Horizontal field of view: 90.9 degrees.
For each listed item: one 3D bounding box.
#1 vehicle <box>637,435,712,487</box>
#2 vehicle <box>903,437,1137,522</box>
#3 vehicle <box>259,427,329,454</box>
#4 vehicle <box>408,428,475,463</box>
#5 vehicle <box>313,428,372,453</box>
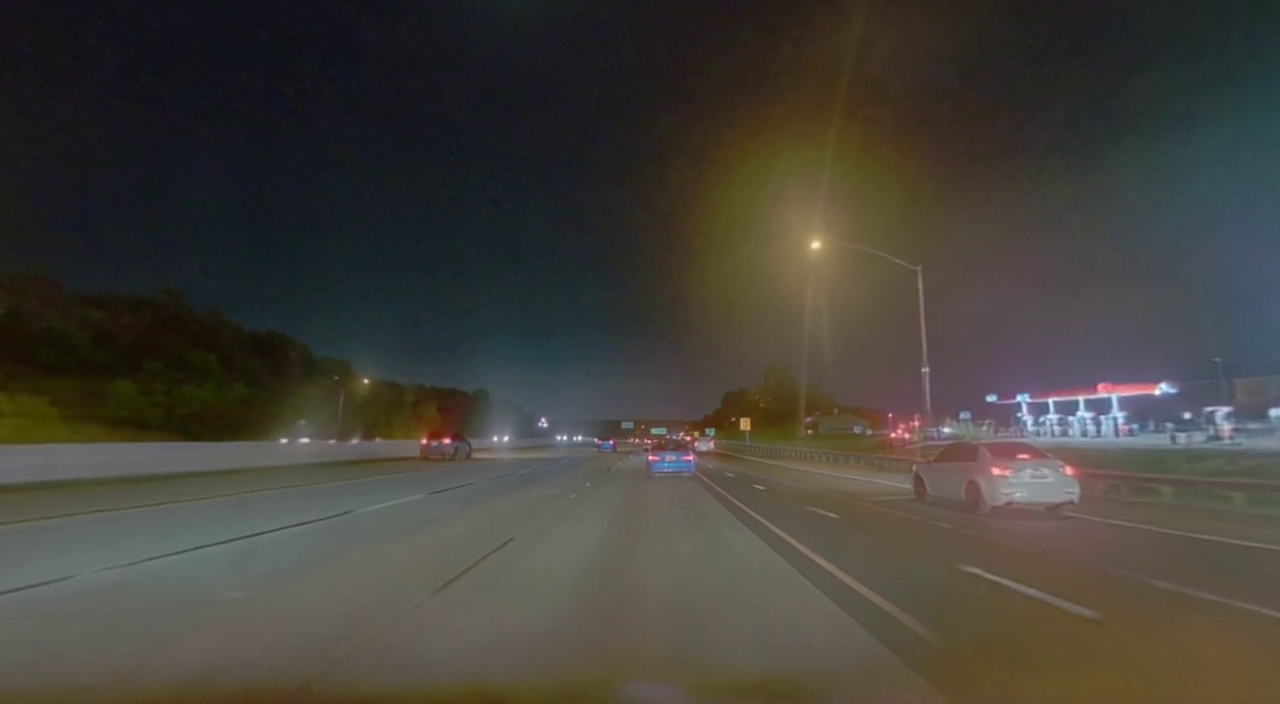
[{"bbox_3d":[0.966,3.378,19.891,2.113,1.464,4.073,0,-8,0],"label":"vehicle"},{"bbox_3d":[7.461,2.513,13.063,2.030,1.442,4.358,0,-8,-2],"label":"vehicle"},{"bbox_3d":[-24.744,6.383,45.364,1.983,1.756,5.268,-1,-8,1],"label":"vehicle"},{"bbox_3d":[-10.308,4.915,33.131,1.950,1.664,4.403,-1,-8,2],"label":"vehicle"},{"bbox_3d":[-20.984,6.306,44.688,1.901,1.635,4.548,0,-8,1],"label":"vehicle"}]
